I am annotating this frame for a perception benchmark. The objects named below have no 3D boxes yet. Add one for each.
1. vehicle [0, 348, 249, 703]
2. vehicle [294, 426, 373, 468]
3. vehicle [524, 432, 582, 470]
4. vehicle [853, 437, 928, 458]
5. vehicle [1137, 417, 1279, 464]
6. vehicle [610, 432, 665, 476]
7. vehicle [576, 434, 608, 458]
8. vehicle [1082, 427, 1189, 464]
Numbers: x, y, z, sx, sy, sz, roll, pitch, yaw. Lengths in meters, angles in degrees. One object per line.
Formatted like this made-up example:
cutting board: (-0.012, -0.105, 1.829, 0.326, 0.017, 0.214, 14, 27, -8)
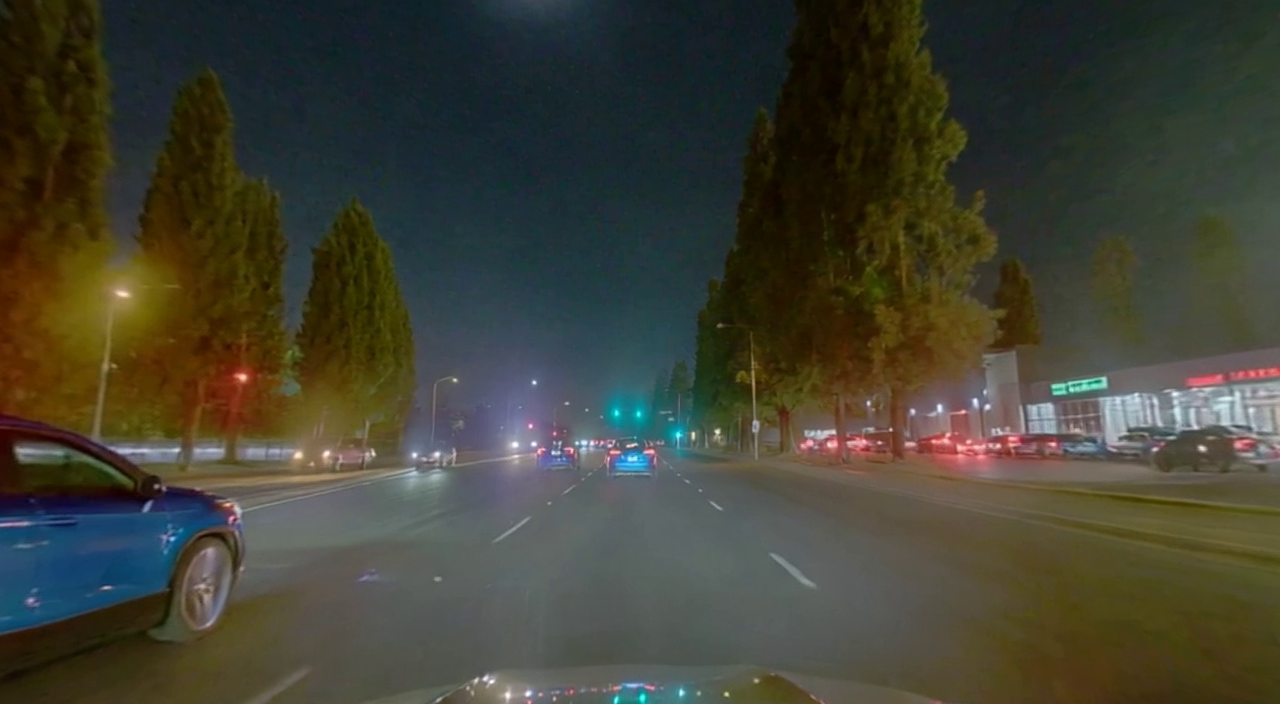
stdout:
vehicle: (-3.697, 0.739, 2.114, 2.070, 1.641, 4.152, 0, -8, 0)
vehicle: (-20.259, 6.328, 41.906, 2.398, 2.537, 5.723, 0, -8, -1)
vehicle: (-4.090, 4.749, 30.277, 2.113, 1.713, 4.422, 0, -8, 0)
vehicle: (17.762, 6.772, 44.669, 4.460, 1.449, 1.959, 0, -8, -2)
vehicle: (22.627, 3.527, 24.668, 2.079, 1.656, 4.564, 1, -10, -6)
vehicle: (-0.099, 4.117, 25.496, 2.042, 1.641, 4.187, 0, -8, 0)
vehicle: (-3.646, 7.272, 48.615, 2.047, 1.810, 4.414, 0, -8, 1)
vehicle: (19.827, 3.760, 25.287, 1.466, 1.357, 3.288, 1, -8, -3)
